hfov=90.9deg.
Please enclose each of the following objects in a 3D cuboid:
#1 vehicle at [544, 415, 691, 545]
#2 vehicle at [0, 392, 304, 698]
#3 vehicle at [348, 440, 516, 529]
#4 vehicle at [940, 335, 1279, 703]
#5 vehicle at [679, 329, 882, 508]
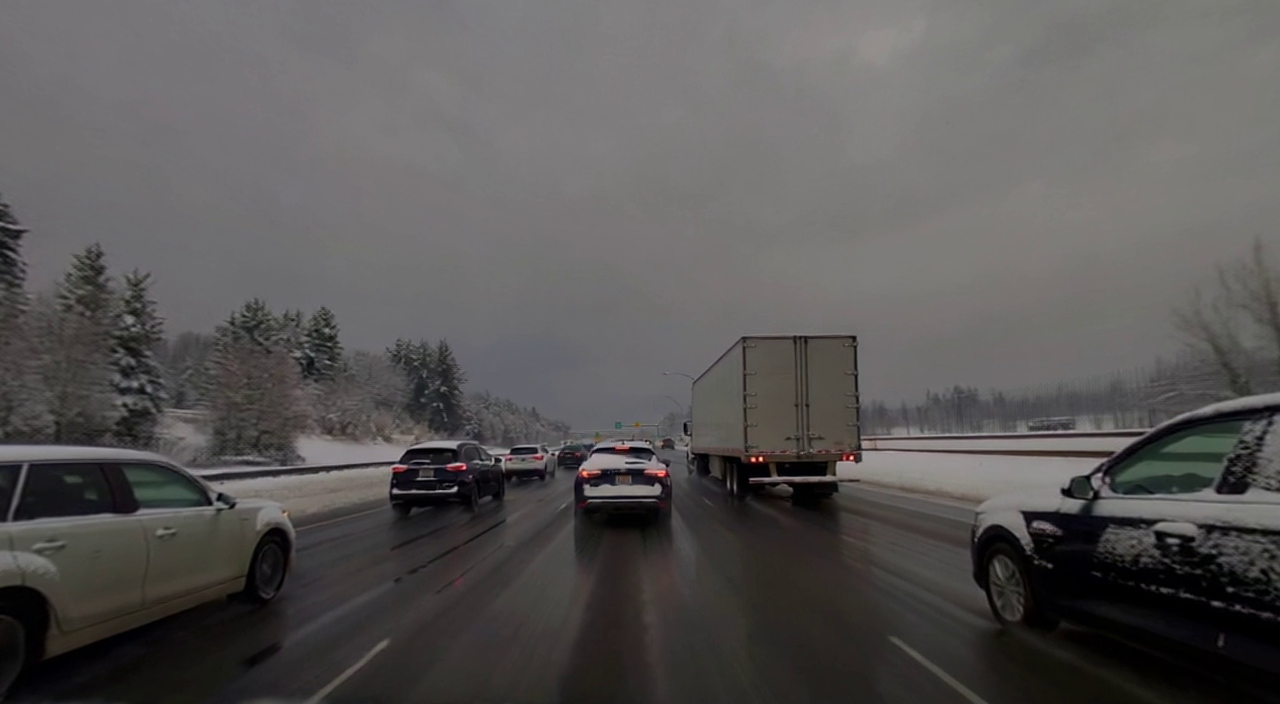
[{"bbox_3d":[-0.316,2.109,10.911,2.037,1.792,4.194,0,-9,0],"label":"vehicle"},{"bbox_3d":[-4.309,1.186,4.350,1.789,1.620,3.841,0,-9,1],"label":"vehicle"},{"bbox_3d":[-3.989,2.605,12.984,1.923,1.503,4.293,0,-9,1],"label":"vehicle"},{"bbox_3d":[3.641,0.895,3.049,2.076,1.751,4.666,0,-9,0],"label":"vehicle"},{"bbox_3d":[3.666,2.695,22.229,3.186,4.111,15.553,0,-9,-2],"label":"vehicle"}]
